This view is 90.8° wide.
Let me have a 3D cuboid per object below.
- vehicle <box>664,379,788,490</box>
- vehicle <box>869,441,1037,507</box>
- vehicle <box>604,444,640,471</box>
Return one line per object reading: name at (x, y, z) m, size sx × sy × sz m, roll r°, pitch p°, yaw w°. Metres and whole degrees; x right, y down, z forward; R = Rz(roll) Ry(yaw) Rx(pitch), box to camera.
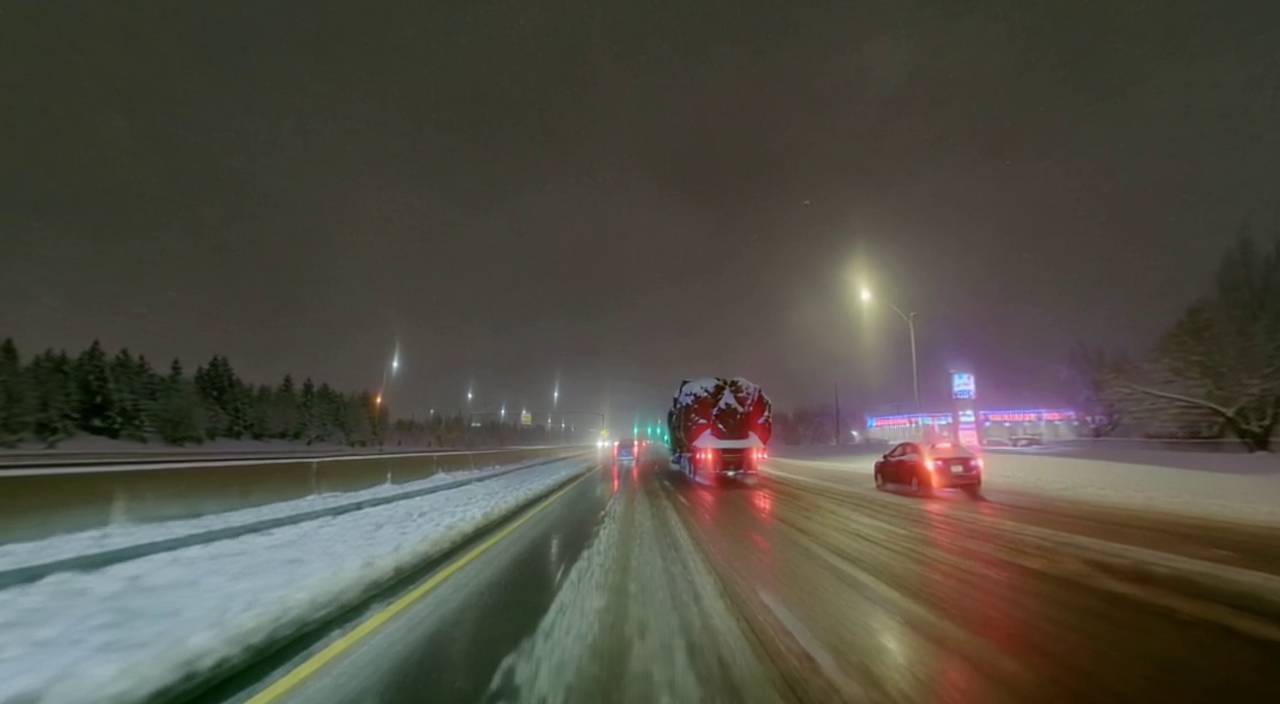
vehicle at (2.785, 3.286, 24.557) m, size 2.934 × 3.325 × 10.986 m, roll 0°, pitch -9°, yaw -2°
vehicle at (8.055, 3.150, 16.877) m, size 2.105 × 1.494 × 4.537 m, roll 0°, pitch -9°, yaw -1°
vehicle at (-0.964, 5.865, 35.444) m, size 1.929 × 1.395 × 3.999 m, roll 0°, pitch -9°, yaw -1°
